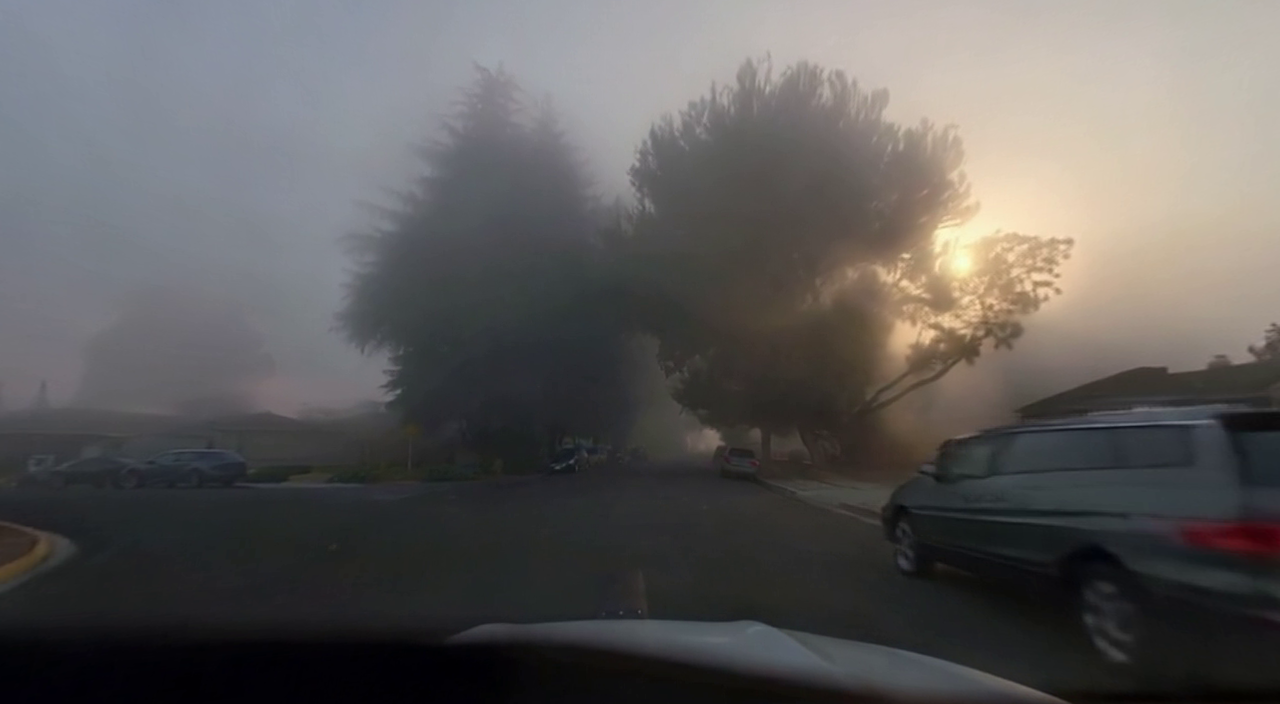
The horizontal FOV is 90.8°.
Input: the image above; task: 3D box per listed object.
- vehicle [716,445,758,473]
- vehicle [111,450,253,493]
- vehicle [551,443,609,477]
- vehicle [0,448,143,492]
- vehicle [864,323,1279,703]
[{"bbox_3d":[6.372,6.919,41.102,2.075,1.657,4.648,-3,-9,16],"label":"vehicle"},{"bbox_3d":[-16.217,4.207,22.484,3.734,1.441,1.756,-1,-9,4],"label":"vehicle"},{"bbox_3d":[-3.424,6.260,36.915,2.041,1.762,4.508,-4,-8,12],"label":"vehicle"},{"bbox_3d":[-20.409,4.203,22.710,3.610,1.501,1.814,-1,-9,5],"label":"vehicle"},{"bbox_3d":[3.629,1.098,4.447,2.228,1.813,4.901,0,-9,-1],"label":"vehicle"}]
